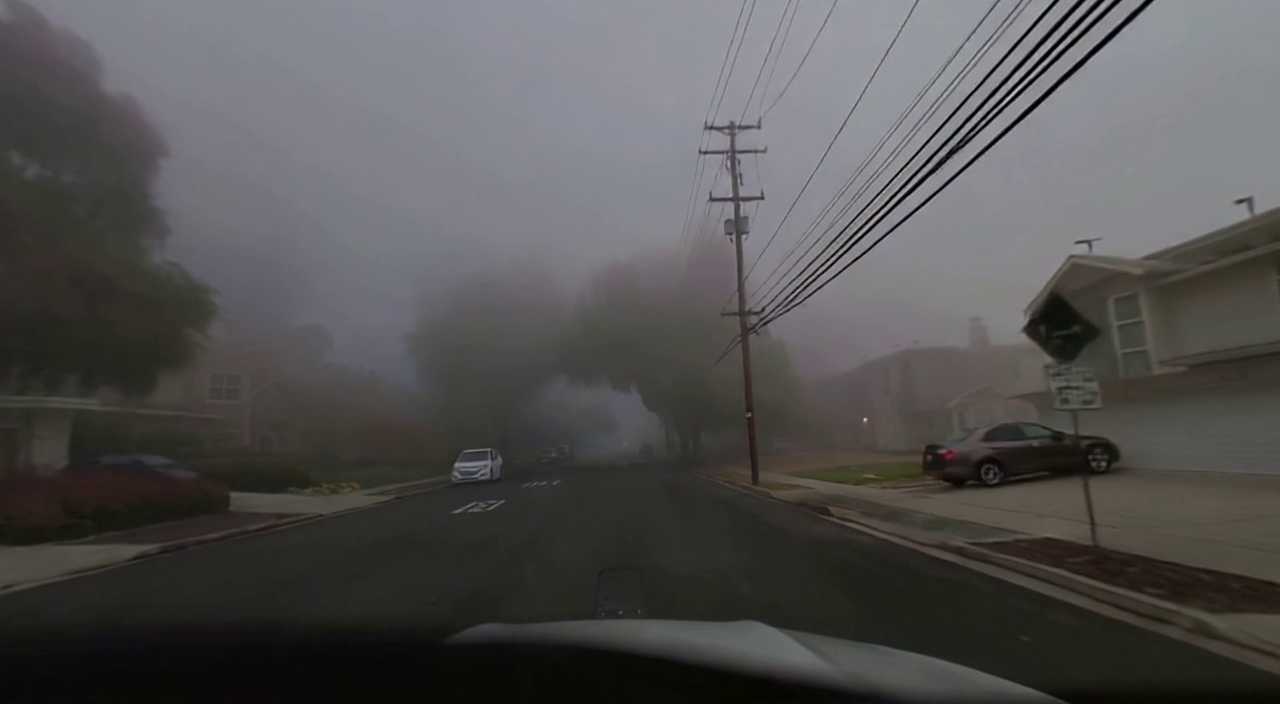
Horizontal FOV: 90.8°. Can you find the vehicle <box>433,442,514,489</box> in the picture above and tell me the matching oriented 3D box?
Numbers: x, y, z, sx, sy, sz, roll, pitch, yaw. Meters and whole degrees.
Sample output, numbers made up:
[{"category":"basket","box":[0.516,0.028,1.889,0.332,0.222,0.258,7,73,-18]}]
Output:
[{"category":"vehicle","box":[-7.080,4.856,27.453,2.162,1.757,5.201,-2,-9,-1]}]

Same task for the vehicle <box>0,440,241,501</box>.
[{"category":"vehicle","box":[-14.873,3.343,18.063,5.395,1.615,2.132,0,-9,-2]}]

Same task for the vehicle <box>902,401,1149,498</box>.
[{"category":"vehicle","box":[9.561,2.423,15.971,4.822,1.864,2.100,-4,-8,-6]}]

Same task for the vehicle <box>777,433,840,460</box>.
[{"category":"vehicle","box":[12.817,7.211,48.113,4.145,1.767,1.880,-8,-10,29]}]

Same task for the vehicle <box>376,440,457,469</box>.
[{"category":"vehicle","box":[-14.824,6.812,42.085,4.543,1.824,2.379,1,-9,-3]}]
